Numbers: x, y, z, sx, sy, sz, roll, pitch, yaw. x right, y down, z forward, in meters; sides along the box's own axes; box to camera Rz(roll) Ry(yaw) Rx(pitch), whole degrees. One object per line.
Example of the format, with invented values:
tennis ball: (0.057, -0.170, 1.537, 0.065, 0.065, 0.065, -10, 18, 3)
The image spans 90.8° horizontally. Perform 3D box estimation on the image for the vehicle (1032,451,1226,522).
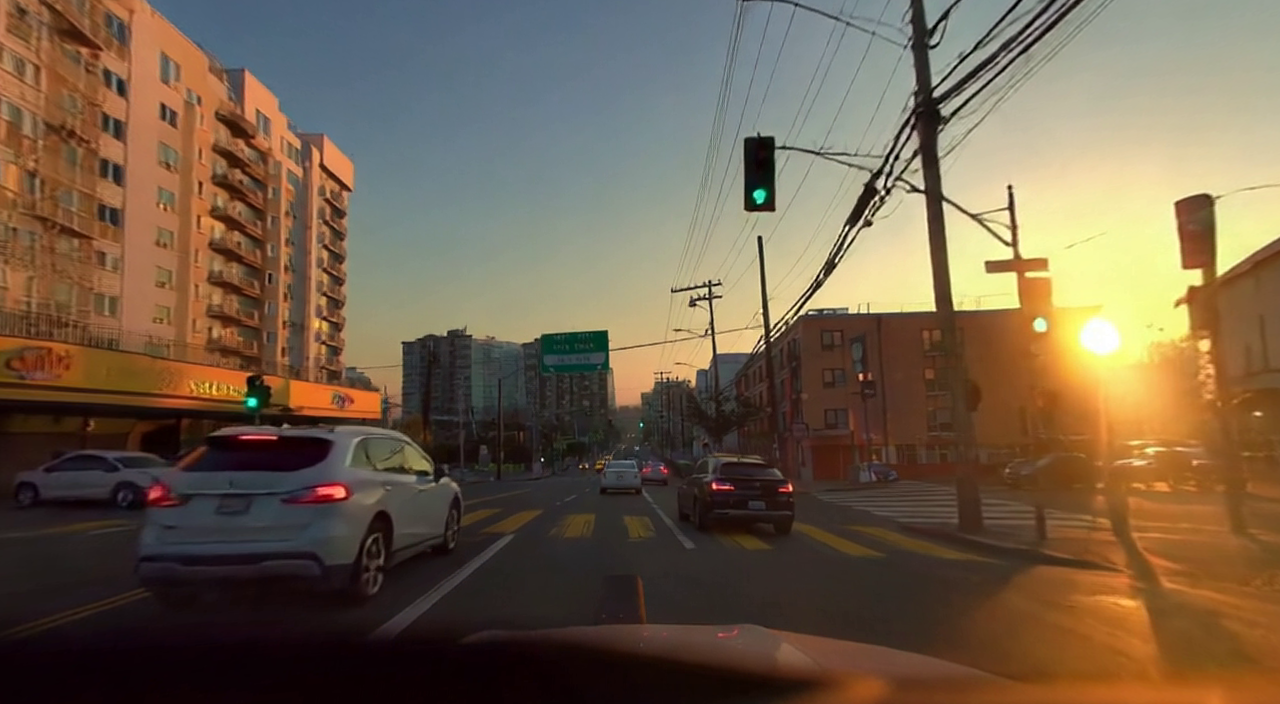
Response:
vehicle: (12.257, 3.297, 15.880, 4.048, 1.539, 1.820, 3, -9, -19)

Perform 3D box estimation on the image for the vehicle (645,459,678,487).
vehicle: (1.451, 8.380, 44.028, 1.953, 1.687, 4.094, 0, -8, -2)

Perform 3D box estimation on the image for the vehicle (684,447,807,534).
vehicle: (2.245, 3.061, 14.656, 1.945, 1.647, 4.160, 0, -8, -3)

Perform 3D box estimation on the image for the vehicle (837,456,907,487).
vehicle: (12.883, 6.650, 35.471, 1.846, 1.480, 4.649, 0, -8, -5)

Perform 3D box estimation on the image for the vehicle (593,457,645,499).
vehicle: (-0.830, 5.177, 26.338, 1.999, 1.487, 3.939, 0, -8, -1)

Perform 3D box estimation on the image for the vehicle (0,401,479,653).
vehicle: (-3.354, 1.511, 6.623, 2.221, 1.706, 4.451, 0, -8, -1)
